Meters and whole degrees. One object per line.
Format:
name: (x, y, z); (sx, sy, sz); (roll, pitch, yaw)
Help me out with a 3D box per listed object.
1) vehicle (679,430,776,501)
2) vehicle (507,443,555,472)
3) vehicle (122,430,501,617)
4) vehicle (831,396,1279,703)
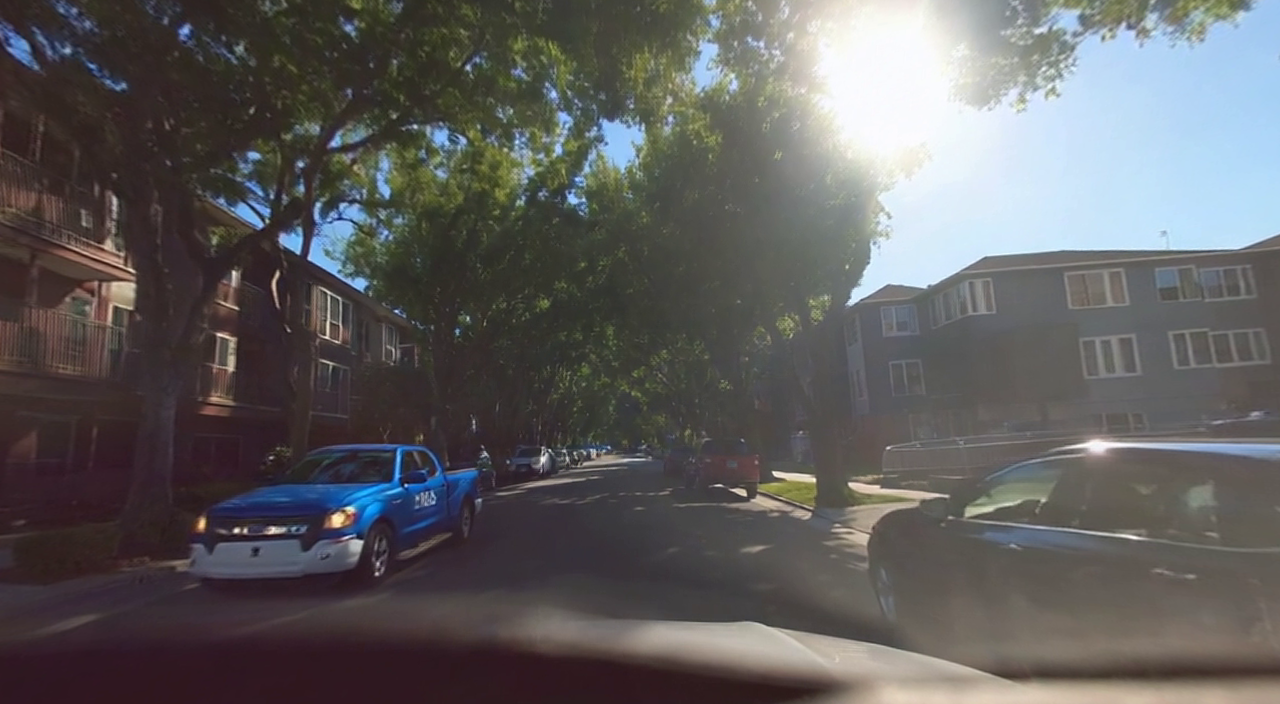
vehicle: (2.199, 2.979, 17.049); (1.878, 1.664, 4.033); (0, -8, -3)
vehicle: (-6.362, 6.198, 37.377); (1.959, 1.490, 4.361); (0, -7, 1)
vehicle: (-3.224, 1.735, 7.484); (1.966, 1.515, 4.394); (0, -8, 3)
vehicle: (2.610, 1.023, 2.792); (1.845, 1.479, 4.727); (0, -8, -3)
